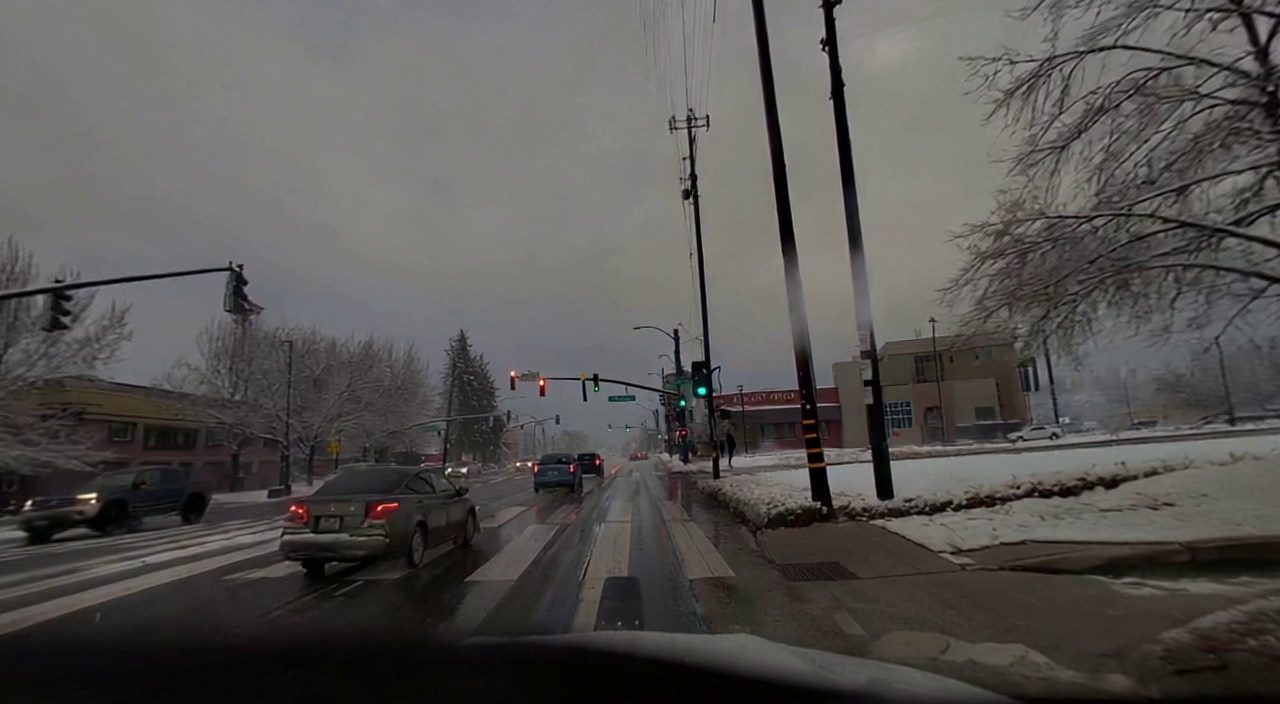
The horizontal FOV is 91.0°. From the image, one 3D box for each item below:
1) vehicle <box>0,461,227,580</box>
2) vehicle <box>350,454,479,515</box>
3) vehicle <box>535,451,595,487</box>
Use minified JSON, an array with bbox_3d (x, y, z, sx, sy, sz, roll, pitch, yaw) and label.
[{"bbox_3d":[-9.625,2.711,10.890,2.073,1.519,4.248,0,-9,0],"label":"vehicle"},{"bbox_3d":[-6.373,3.771,18.430,1.960,1.479,4.654,0,-9,1],"label":"vehicle"},{"bbox_3d":[-3.338,5.308,28.880,2.147,1.472,4.406,0,-9,1],"label":"vehicle"}]
